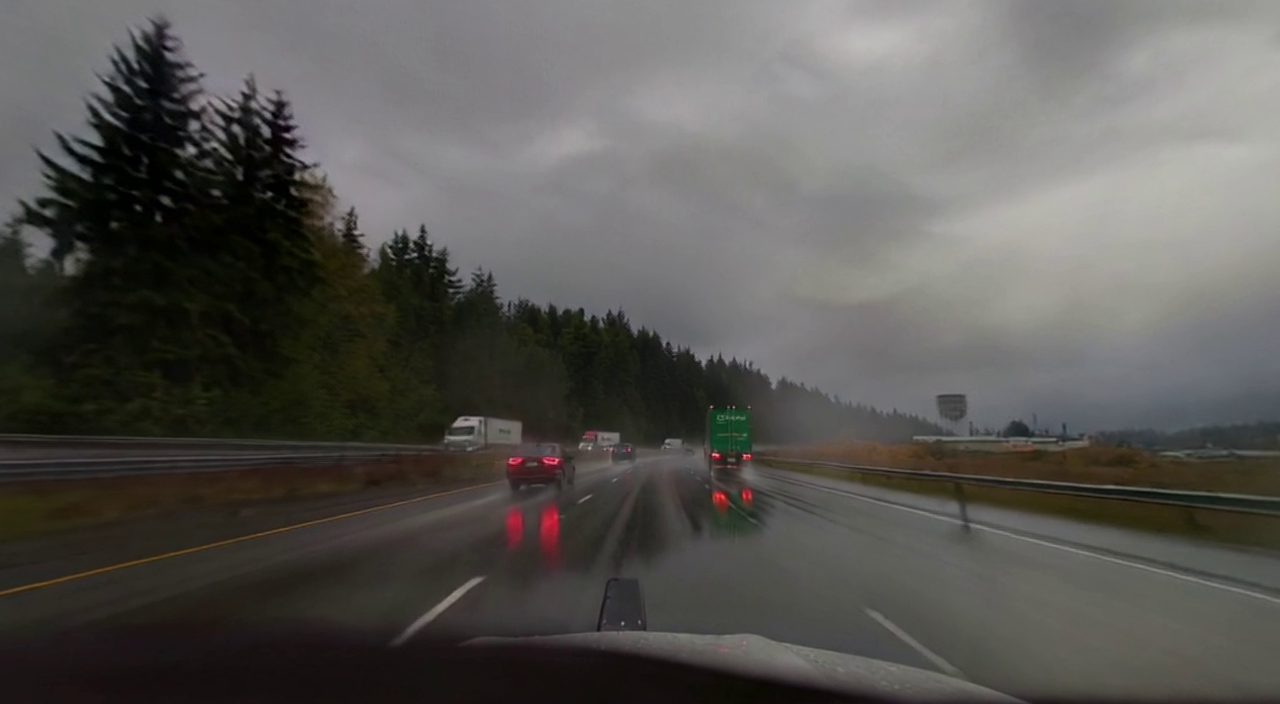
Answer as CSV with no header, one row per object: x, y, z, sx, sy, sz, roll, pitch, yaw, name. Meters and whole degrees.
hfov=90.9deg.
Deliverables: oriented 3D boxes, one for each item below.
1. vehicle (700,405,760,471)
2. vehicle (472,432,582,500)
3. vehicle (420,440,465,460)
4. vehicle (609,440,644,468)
6.089,6.259,45.123,3.057,3.993,13.914,-1,-9,3,vehicle
-3.112,3.260,18.426,2.205,1.728,4.397,0,-9,2,vehicle
-15.251,7.613,48.809,1.798,1.455,4.162,-1,-9,5,vehicle
-0.979,7.913,48.903,2.201,2.038,5.065,-1,-9,4,vehicle
